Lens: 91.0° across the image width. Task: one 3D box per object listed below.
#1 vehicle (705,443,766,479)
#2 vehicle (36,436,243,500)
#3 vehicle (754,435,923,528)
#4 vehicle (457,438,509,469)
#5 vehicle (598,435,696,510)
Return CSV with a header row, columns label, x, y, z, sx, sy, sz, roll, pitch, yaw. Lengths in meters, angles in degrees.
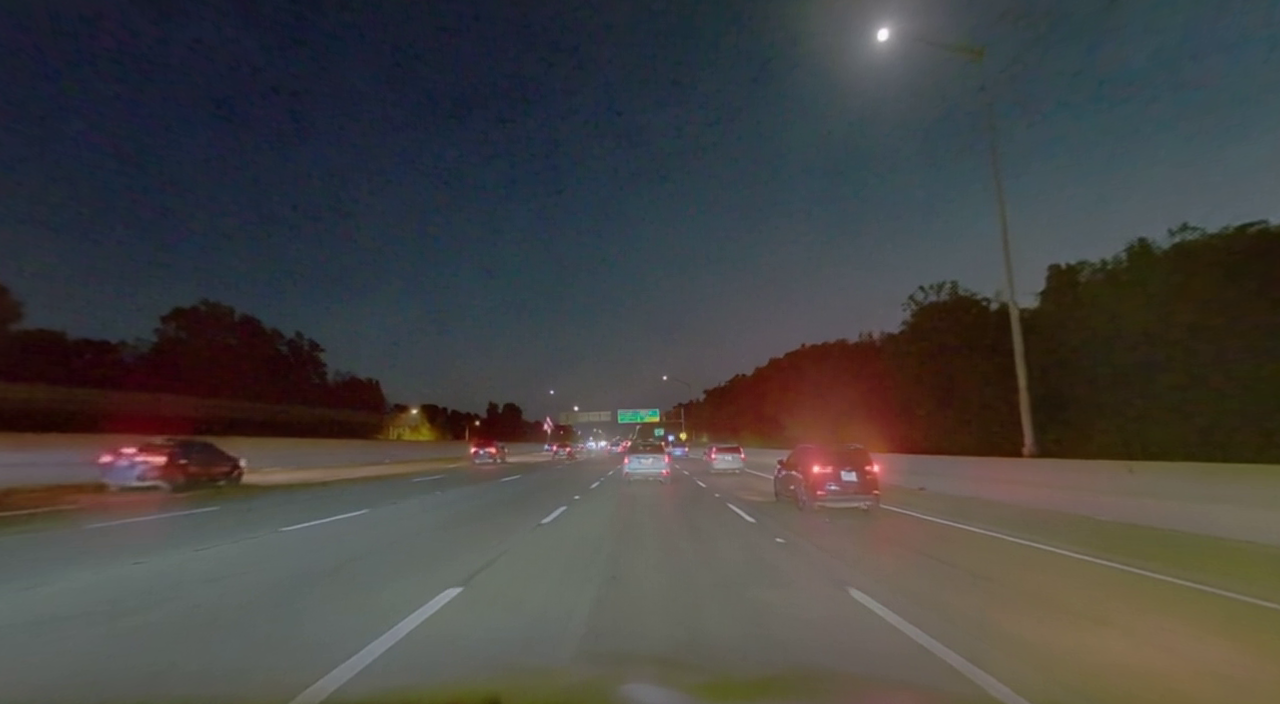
label,x,y,z,sx,sy,sz,roll,pitch,yaw
vehicle,4.238,4.929,28.756,2.002,1.499,4.710,0,-9,-1
vehicle,-14.468,3.363,18.720,2.055,1.613,4.955,0,-9,0
vehicle,3.658,2.457,12.501,2.044,1.523,3.947,0,-9,0
vehicle,-9.936,6.460,40.263,1.978,1.821,4.975,0,-9,1
vehicle,0.160,2.817,15.149,2.044,1.554,3.824,0,-9,0
